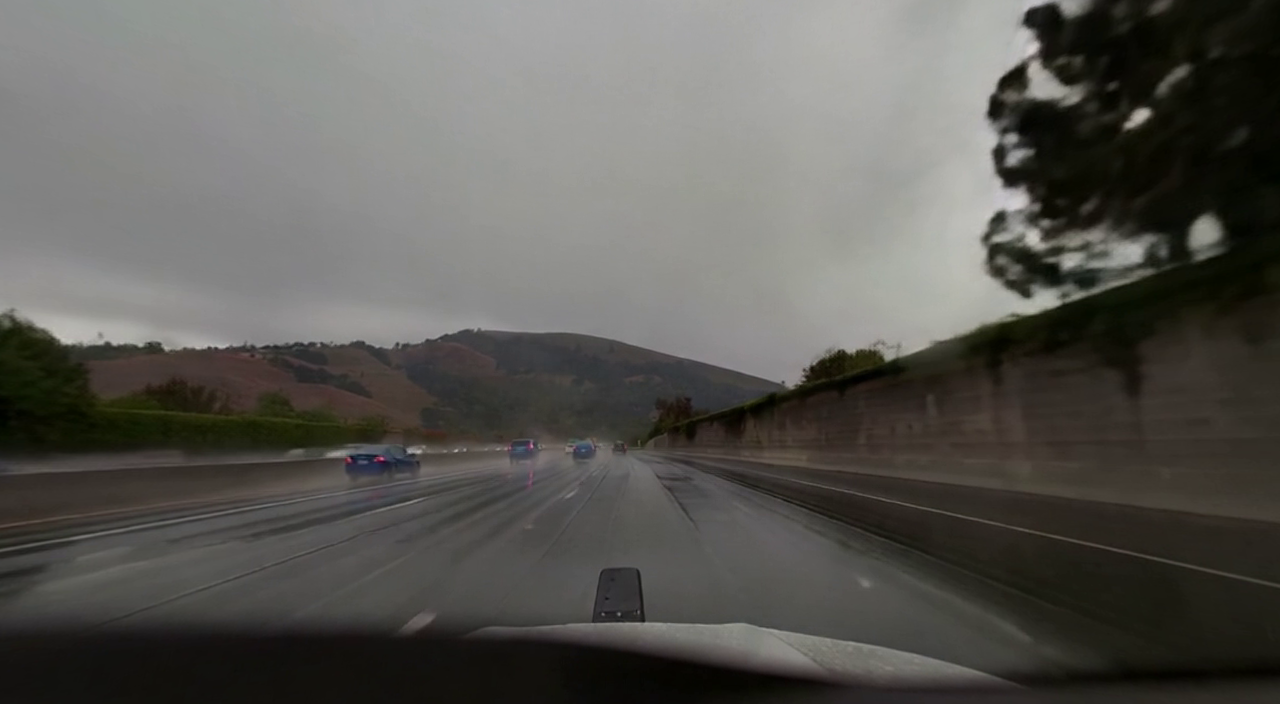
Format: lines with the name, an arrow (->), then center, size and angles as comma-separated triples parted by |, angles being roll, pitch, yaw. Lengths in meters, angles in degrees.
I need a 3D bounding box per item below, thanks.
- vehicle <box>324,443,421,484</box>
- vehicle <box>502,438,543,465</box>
vehicle -> -10.667, 4.452, 25.652 | 1.949, 1.475, 4.740 | 0, -8, -1
vehicle -> -8.156, 6.960, 44.241 | 2.074, 1.768, 4.805 | 0, -8, -2
